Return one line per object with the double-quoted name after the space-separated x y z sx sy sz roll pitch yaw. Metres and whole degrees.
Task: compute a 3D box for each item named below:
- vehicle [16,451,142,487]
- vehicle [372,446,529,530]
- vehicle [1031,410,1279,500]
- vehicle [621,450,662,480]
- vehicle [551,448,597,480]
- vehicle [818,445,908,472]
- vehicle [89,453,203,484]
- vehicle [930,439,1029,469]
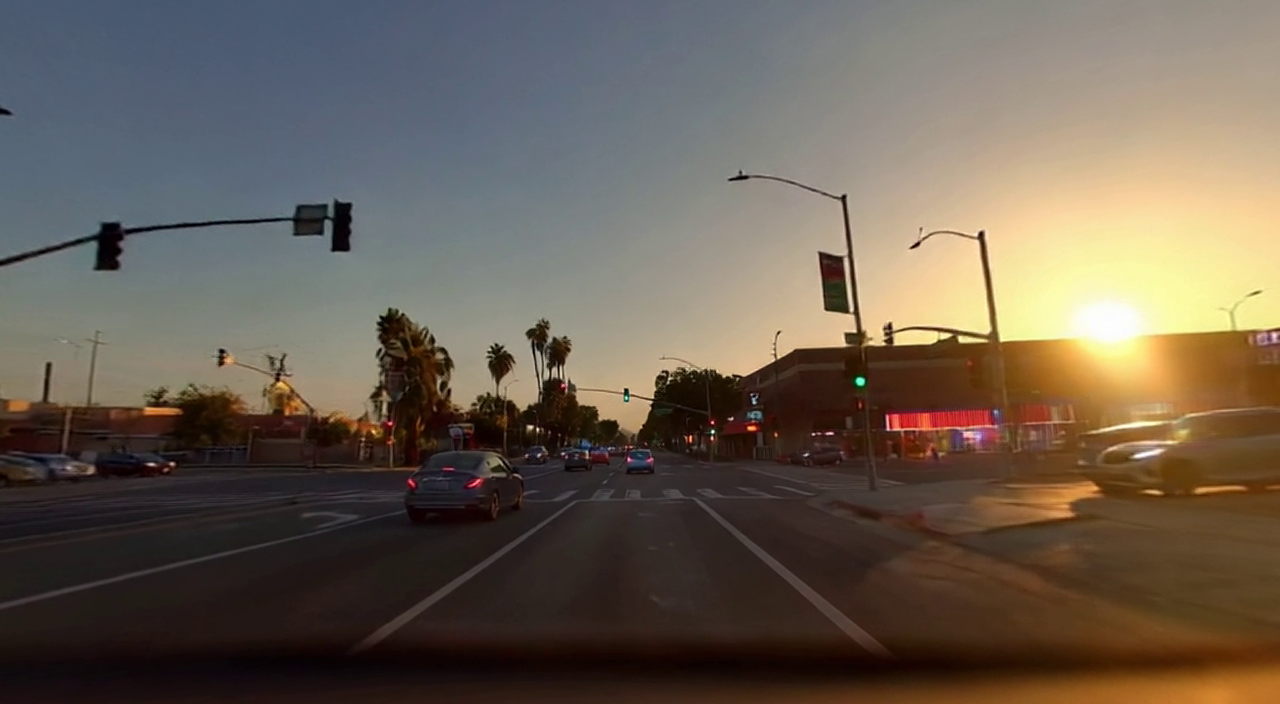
-29.726 6.175 33.378 4.640 1.809 2.118 0 -9 1 "vehicle"
-3.847 2.811 13.645 1.904 1.513 4.410 -1 -9 2 "vehicle"
10.932 2.210 13.646 1.982 1.623 4.211 0 -9 -2 "vehicle"
0.086 6.082 34.181 2.094 1.496 4.070 0 -9 1 "vehicle"
-3.521 6.052 34.141 1.979 1.634 3.957 -1 -9 2 "vehicle"
13.301 6.387 37.661 4.532 1.504 2.087 0 -9 0 "vehicle"
-28.869 6.828 36.793 4.945 1.582 1.938 -2 -10 -2 "vehicle"
20.434 6.126 37.905 4.699 1.716 2.108 0 -9 0 "vehicle"
